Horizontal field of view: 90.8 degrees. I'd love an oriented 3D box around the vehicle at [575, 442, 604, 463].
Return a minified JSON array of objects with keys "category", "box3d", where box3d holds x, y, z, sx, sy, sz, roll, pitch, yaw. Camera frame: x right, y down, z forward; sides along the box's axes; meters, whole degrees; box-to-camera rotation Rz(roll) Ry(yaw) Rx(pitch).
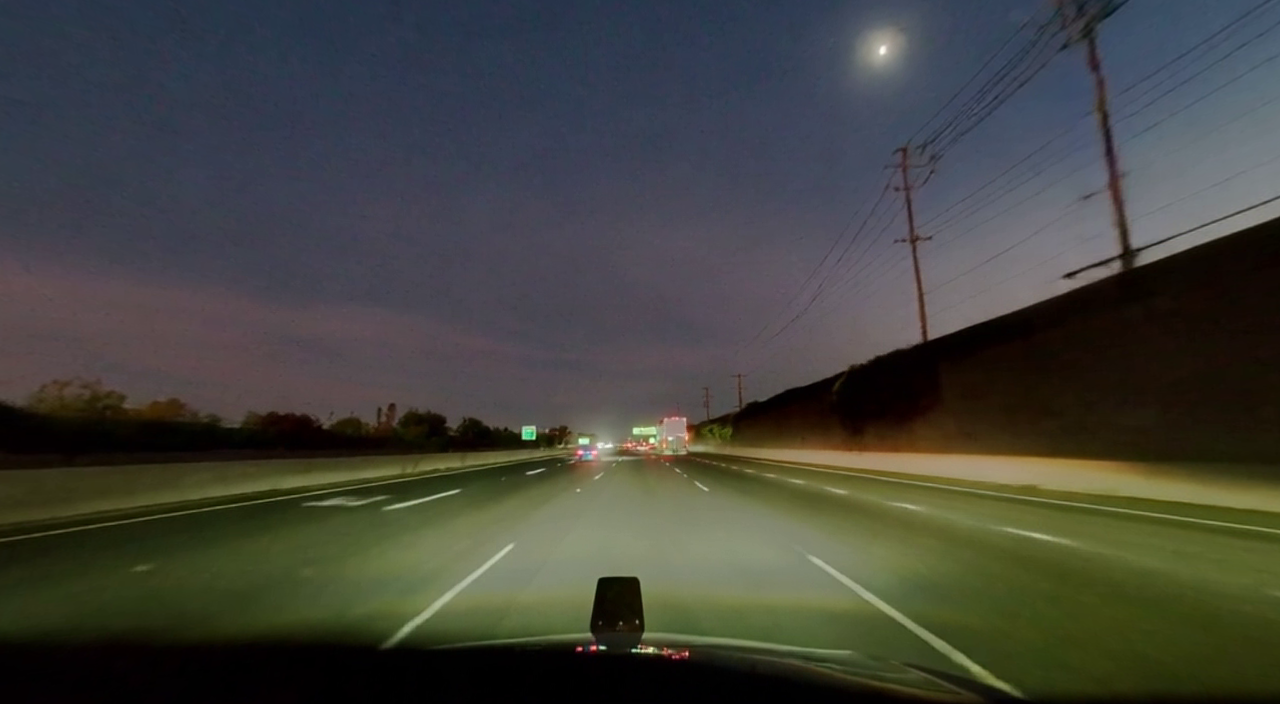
[{"category":"vehicle","box3d":[-3.938,7.943,49.965,2.009,1.533,4.175,0,-9,0]}]
